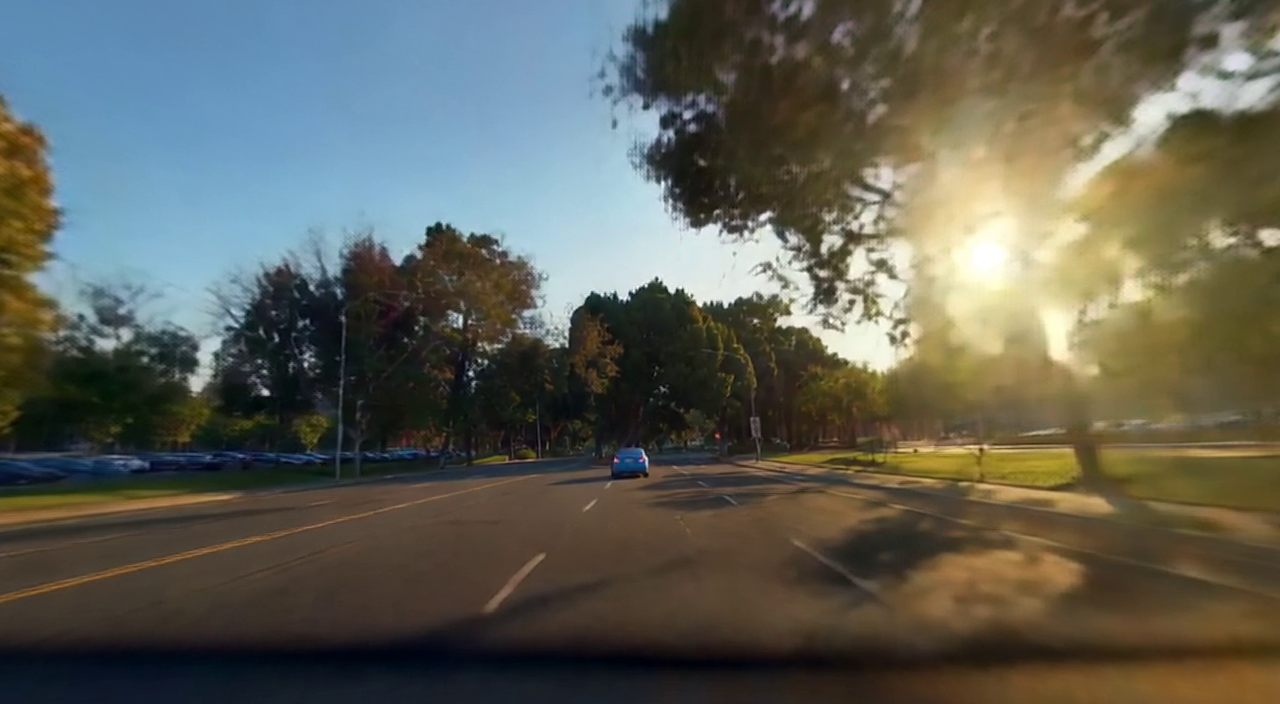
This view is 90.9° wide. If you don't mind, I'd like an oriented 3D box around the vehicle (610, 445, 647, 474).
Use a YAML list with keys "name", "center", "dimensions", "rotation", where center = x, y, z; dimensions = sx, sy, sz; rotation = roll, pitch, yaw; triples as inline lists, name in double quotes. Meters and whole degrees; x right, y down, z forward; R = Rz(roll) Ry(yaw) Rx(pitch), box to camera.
- name: "vehicle"
  center: [-0.655, 6.028, 35.732]
  dimensions: [1.978, 1.499, 3.915]
  rotation: [0, -8, -1]

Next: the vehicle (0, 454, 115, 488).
- name: "vehicle"
  center: [-30.244, 6.133, 32.645]
  dimensions: [4.392, 1.602, 1.860]
  rotation: [0, -8, 0]
